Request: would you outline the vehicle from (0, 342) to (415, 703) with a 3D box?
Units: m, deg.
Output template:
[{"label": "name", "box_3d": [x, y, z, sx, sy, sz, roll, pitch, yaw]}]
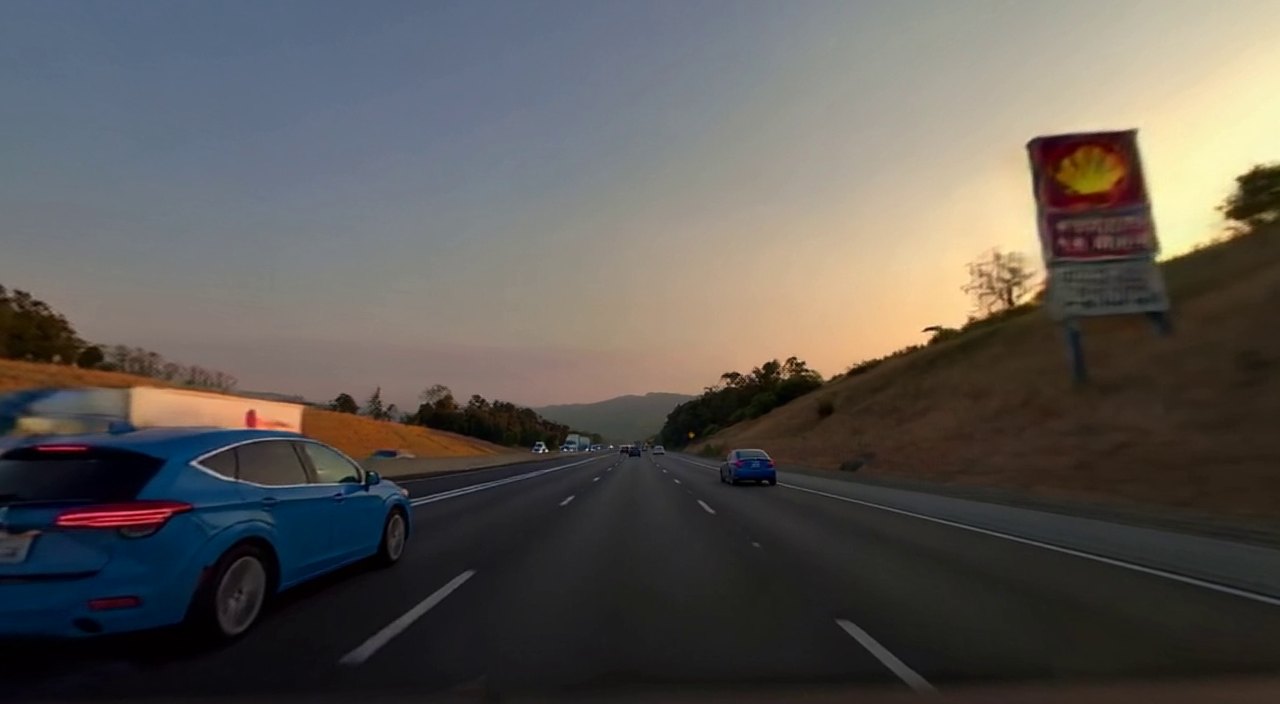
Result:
[{"label": "vehicle", "box_3d": [-3.296, 1.082, 3.760, 2.277, 1.695, 4.475, 0, -9, -1]}]

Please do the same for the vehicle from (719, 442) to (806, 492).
[{"label": "vehicle", "box_3d": [3.901, 3.729, 20.766, 1.967, 1.472, 3.751, 0, -9, -2]}]
